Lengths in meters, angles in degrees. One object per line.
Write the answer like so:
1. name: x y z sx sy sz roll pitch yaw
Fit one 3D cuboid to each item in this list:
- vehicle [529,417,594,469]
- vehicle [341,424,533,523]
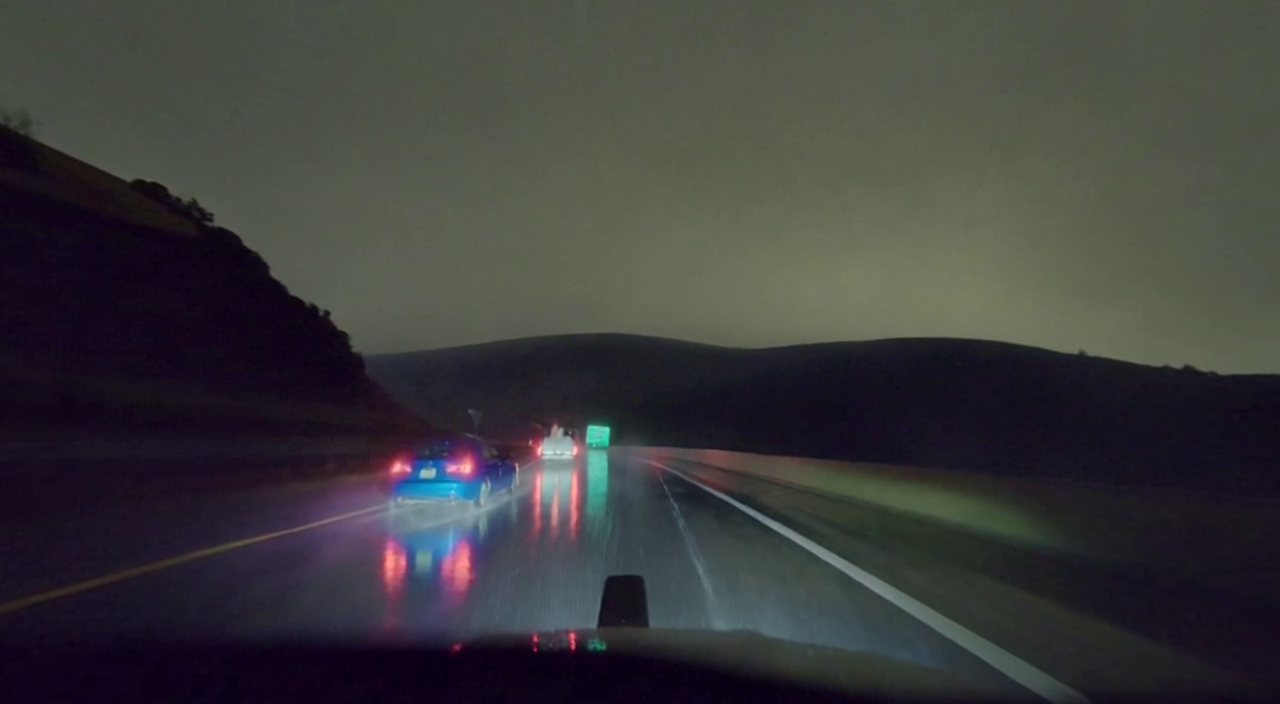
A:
1. vehicle: -3.542 4.297 29.720 2.444 2.204 5.568 0 -8 -1
2. vehicle: -3.540 2.214 12.105 2.097 1.511 4.585 0 -8 1
